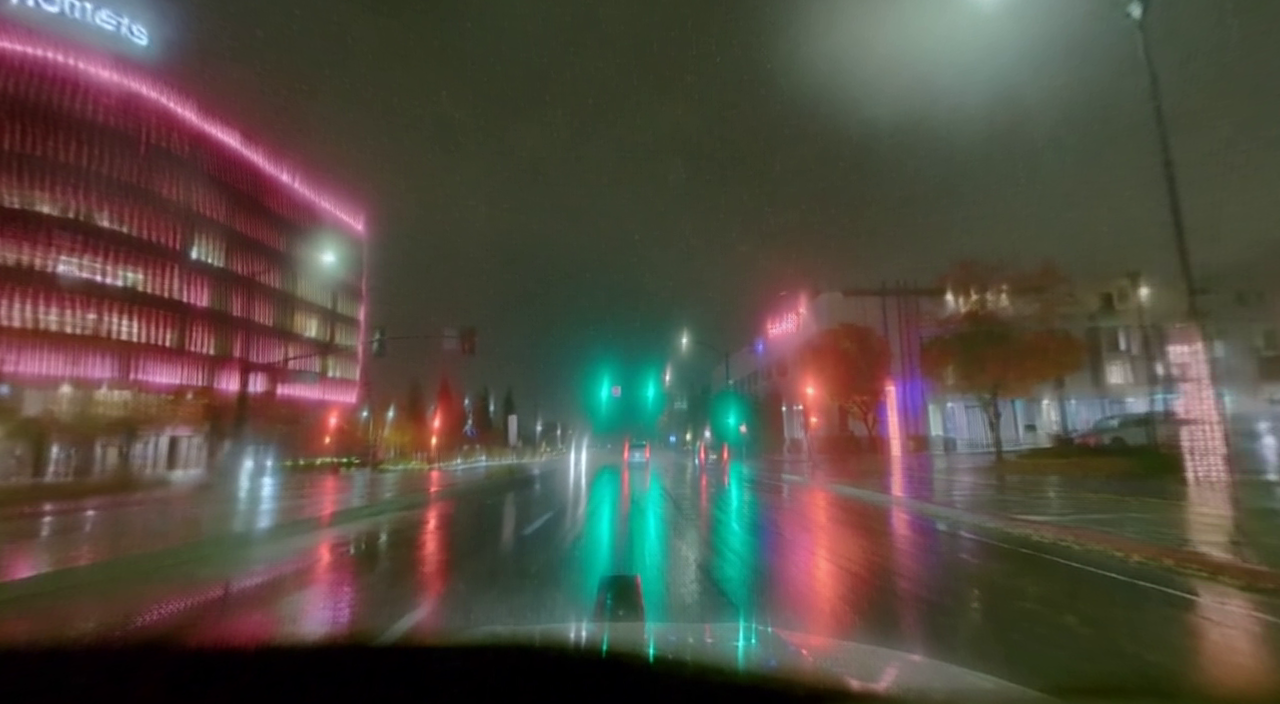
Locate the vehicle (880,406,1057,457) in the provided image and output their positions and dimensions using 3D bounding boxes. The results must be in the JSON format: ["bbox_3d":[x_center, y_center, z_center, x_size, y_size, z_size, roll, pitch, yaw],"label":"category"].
[{"bbox_3d":[23.647,5.858,45.944,10.893,3.534,3.195,0,-9,5],"label":"vehicle"}]

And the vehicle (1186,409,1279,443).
[{"bbox_3d":[30.427,3.784,31.838,1.729,1.507,4.279,-1,-9,1],"label":"vehicle"}]

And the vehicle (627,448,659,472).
[{"bbox_3d":[0.186,7.126,41.698,2.014,1.525,4.197,0,-9,-1],"label":"vehicle"}]

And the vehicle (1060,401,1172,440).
[{"bbox_3d":[23.421,3.466,31.268,1.887,1.635,4.695,1,-9,0],"label":"vehicle"}]

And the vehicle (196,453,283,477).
[{"bbox_3d":[-26.793,7.540,42.184,4.500,1.555,1.913,0,-9,3],"label":"vehicle"}]

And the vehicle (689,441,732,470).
[{"bbox_3d":[4.525,6.757,41.230,2.174,1.749,4.739,0,-9,-2],"label":"vehicle"}]
